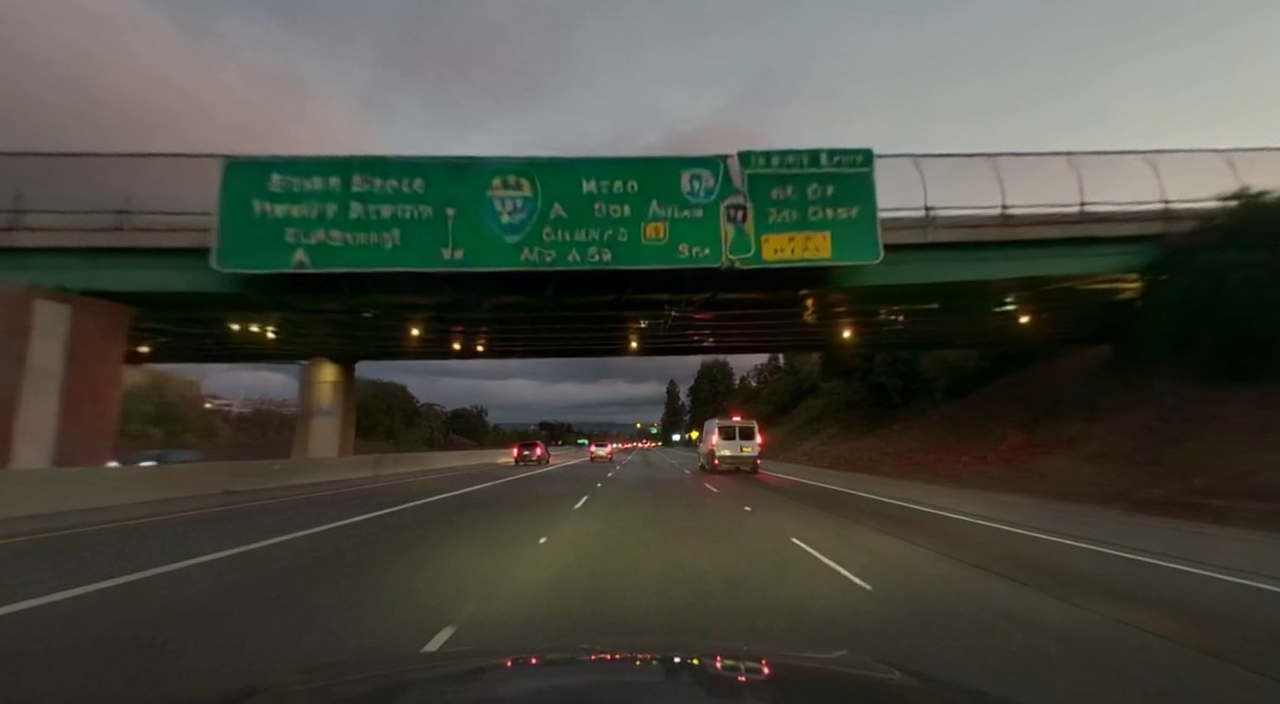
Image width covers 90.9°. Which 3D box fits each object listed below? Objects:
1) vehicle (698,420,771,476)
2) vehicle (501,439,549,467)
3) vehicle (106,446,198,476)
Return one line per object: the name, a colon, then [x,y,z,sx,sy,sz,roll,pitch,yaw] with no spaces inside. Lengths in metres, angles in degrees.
vehicle: [4.092,4.313,28.392,2.347,2.234,5.352,0,-8,-1]
vehicle: [-7.161,6.343,39.693,2.068,1.632,4.623,-1,-8,1]
vehicle: [-29.970,6.683,38.975,1.940,1.692,4.682,0,-8,0]
